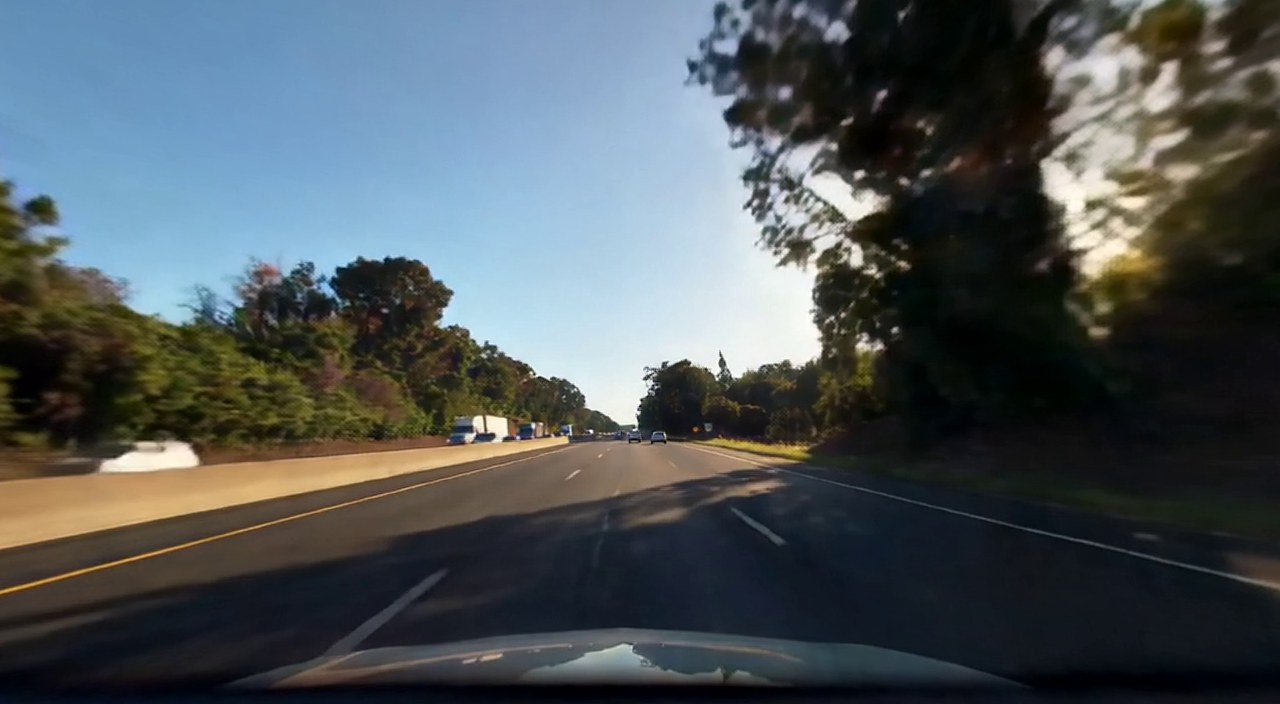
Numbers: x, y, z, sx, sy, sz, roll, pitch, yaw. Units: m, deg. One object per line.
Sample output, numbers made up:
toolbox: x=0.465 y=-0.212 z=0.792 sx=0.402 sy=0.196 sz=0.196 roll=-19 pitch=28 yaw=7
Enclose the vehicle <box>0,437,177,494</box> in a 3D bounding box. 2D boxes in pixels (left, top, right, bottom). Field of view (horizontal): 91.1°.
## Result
vehicle: x=-16.774 y=3.371 z=19.249 sx=1.855 sy=1.522 sz=4.394 roll=0 pitch=-8 yaw=0
